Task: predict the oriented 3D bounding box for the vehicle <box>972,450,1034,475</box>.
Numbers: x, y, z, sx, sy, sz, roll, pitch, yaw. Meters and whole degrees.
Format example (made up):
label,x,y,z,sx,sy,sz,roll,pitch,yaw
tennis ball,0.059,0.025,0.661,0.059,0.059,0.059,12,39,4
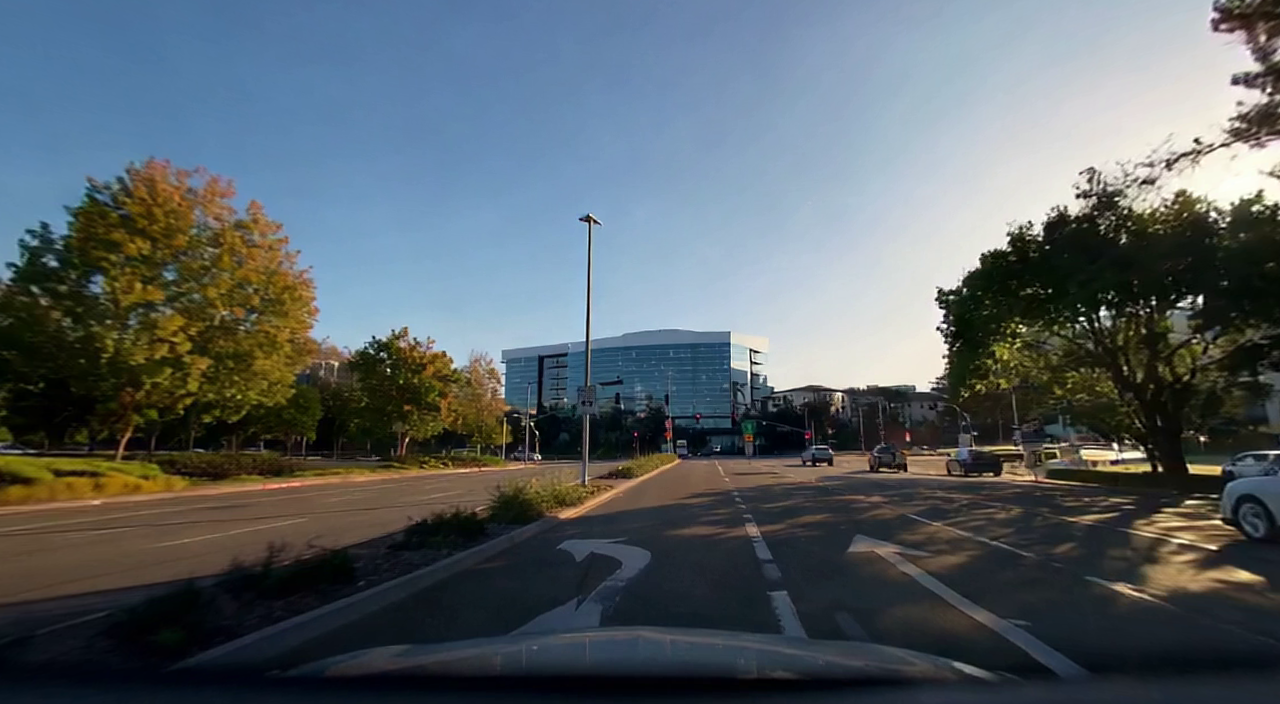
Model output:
label,x,y,z,sx,sy,sz,roll,pitch,yaw
vehicle,23.708,7.202,41.475,1.896,1.524,4.562,-1,-9,8
